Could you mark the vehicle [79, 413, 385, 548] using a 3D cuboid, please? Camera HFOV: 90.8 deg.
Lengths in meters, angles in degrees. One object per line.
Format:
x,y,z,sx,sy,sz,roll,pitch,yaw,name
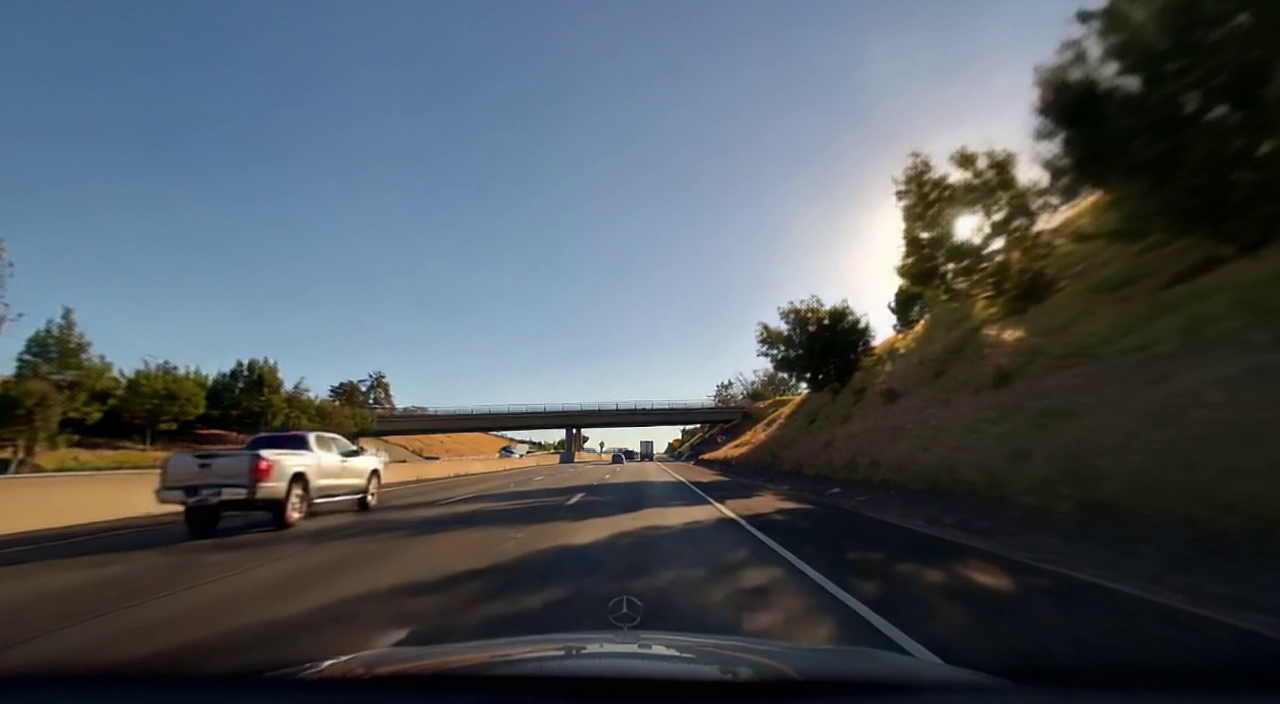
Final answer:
-7.020,2.280,11.862,2.232,1.947,5.180,0,-9,0,vehicle
